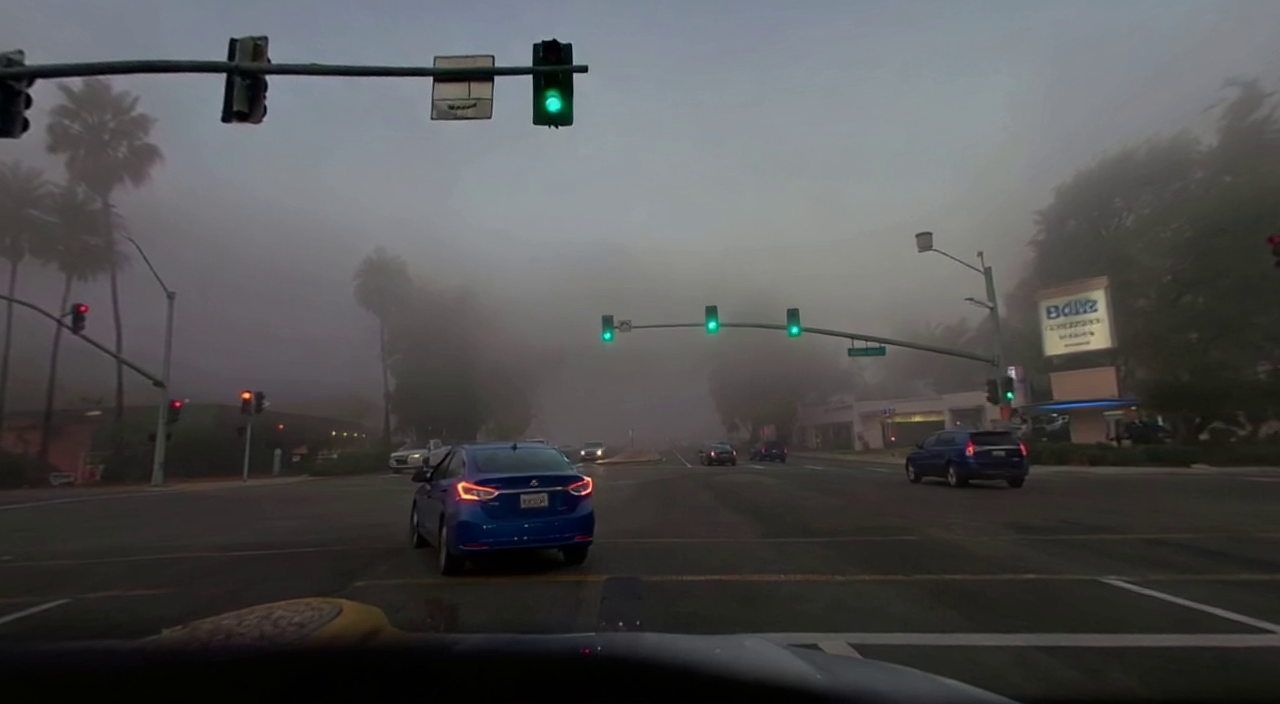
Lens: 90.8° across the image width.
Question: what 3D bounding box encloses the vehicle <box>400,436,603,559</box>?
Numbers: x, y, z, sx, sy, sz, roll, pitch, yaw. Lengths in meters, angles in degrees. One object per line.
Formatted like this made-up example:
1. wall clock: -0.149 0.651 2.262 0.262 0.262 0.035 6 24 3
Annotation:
1. vehicle: -2.410 2.116 10.065 2.089 1.471 4.206 4 -10 -27

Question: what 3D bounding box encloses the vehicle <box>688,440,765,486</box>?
1. vehicle: 2.922 3.852 22.309 1.977 1.449 4.254 0 -8 -2

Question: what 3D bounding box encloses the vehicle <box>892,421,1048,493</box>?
1. vehicle: 9.624 3.110 19.006 2.059 1.859 4.690 0 -8 -1

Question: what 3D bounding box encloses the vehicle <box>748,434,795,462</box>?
1. vehicle: 9.344 6.886 45.354 2.027 1.848 5.158 1 -9 -3
